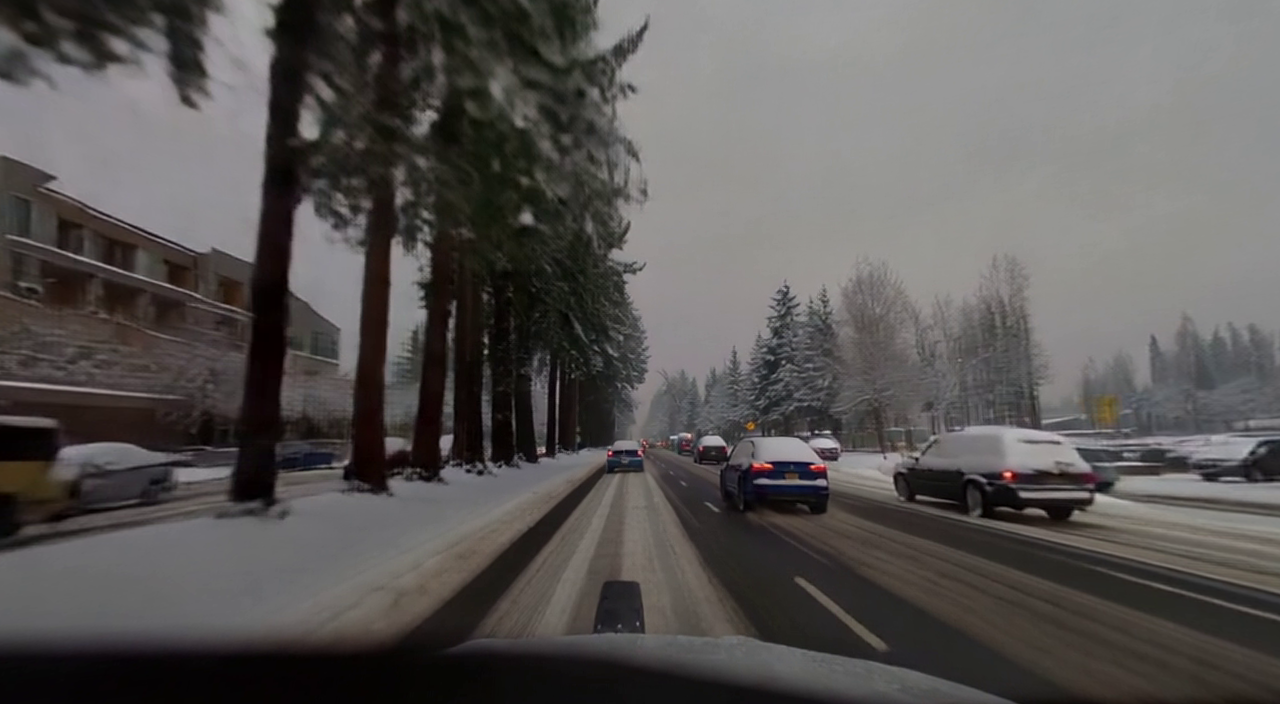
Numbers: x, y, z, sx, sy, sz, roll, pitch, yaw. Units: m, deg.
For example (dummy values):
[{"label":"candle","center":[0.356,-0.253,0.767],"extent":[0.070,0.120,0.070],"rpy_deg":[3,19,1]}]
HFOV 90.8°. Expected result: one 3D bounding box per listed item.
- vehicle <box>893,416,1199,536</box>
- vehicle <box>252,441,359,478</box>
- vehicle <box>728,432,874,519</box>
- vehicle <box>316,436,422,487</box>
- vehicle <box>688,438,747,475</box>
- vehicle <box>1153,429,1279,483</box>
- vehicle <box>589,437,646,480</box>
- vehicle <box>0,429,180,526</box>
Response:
[{"label":"vehicle","center":[7.145,2.244,12.136],"extent":[2.224,1.772,5.325],"rpy_deg":[0,-8,-1]},{"label":"vehicle","center":[-16.283,5.236,31.209],"extent":[2.115,1.621,5.840],"rpy_deg":[0,-8,0]},{"label":"vehicle","center":[3.067,2.425,12.904],"extent":[1.852,1.498,3.825],"rpy_deg":[0,-8,-2]},{"label":"vehicle","center":[-9.292,3.775,22.084],"extent":[1.953,1.612,4.204],"rpy_deg":[0,-8,-2]},{"label":"vehicle","center":[3.296,4.536,27.615],"extent":[1.908,1.453,4.230],"rpy_deg":[0,-8,-2]},{"label":"vehicle","center":[20.664,3.490,21.361],"extent":[4.697,1.691,2.106],"rpy_deg":[0,-8,0]},{"label":"vehicle","center":[-0.784,4.009,23.996],"extent":[1.994,1.479,3.647],"rpy_deg":[0,-8,0]},{"label":"vehicle","center":[-12.459,2.560,13.404],"extent":[1.954,1.715,4.518],"rpy_deg":[0,-8,0]}]
